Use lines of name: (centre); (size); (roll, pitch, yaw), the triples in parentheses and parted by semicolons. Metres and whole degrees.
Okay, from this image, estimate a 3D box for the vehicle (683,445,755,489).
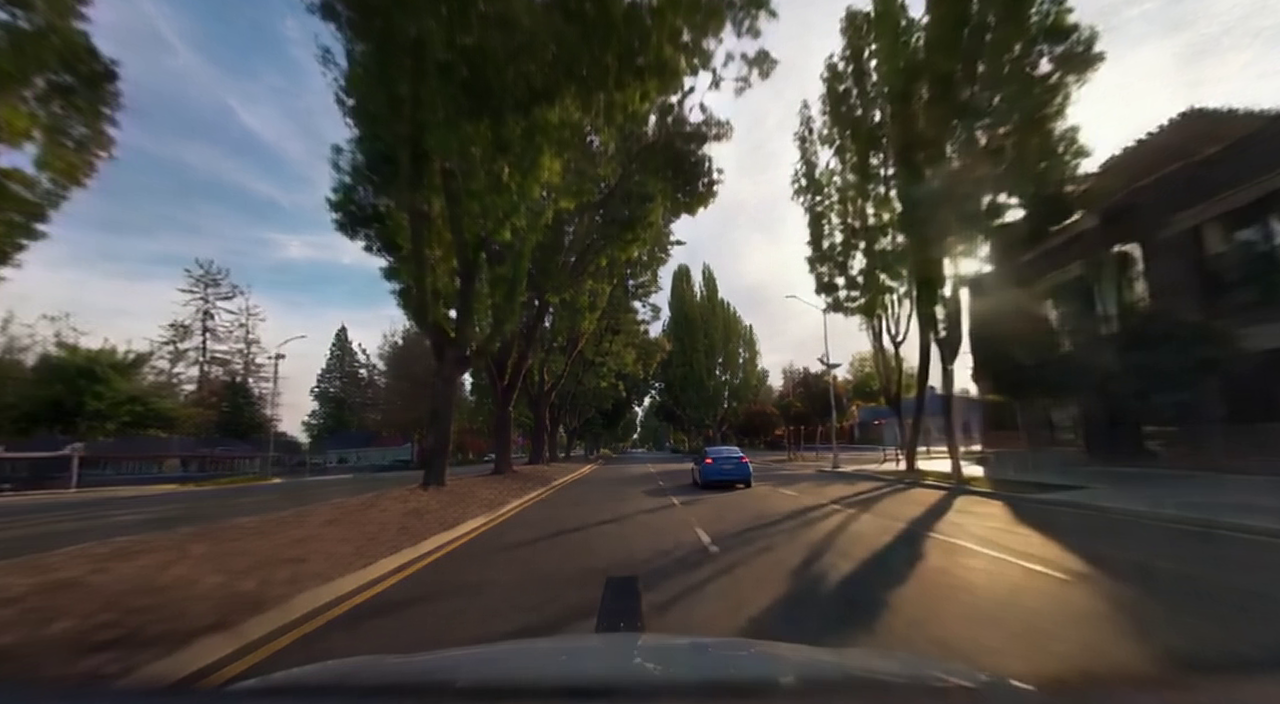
vehicle: (2.743, 4.088, 22.791); (1.929, 1.411, 4.284); (0, -8, -2)
